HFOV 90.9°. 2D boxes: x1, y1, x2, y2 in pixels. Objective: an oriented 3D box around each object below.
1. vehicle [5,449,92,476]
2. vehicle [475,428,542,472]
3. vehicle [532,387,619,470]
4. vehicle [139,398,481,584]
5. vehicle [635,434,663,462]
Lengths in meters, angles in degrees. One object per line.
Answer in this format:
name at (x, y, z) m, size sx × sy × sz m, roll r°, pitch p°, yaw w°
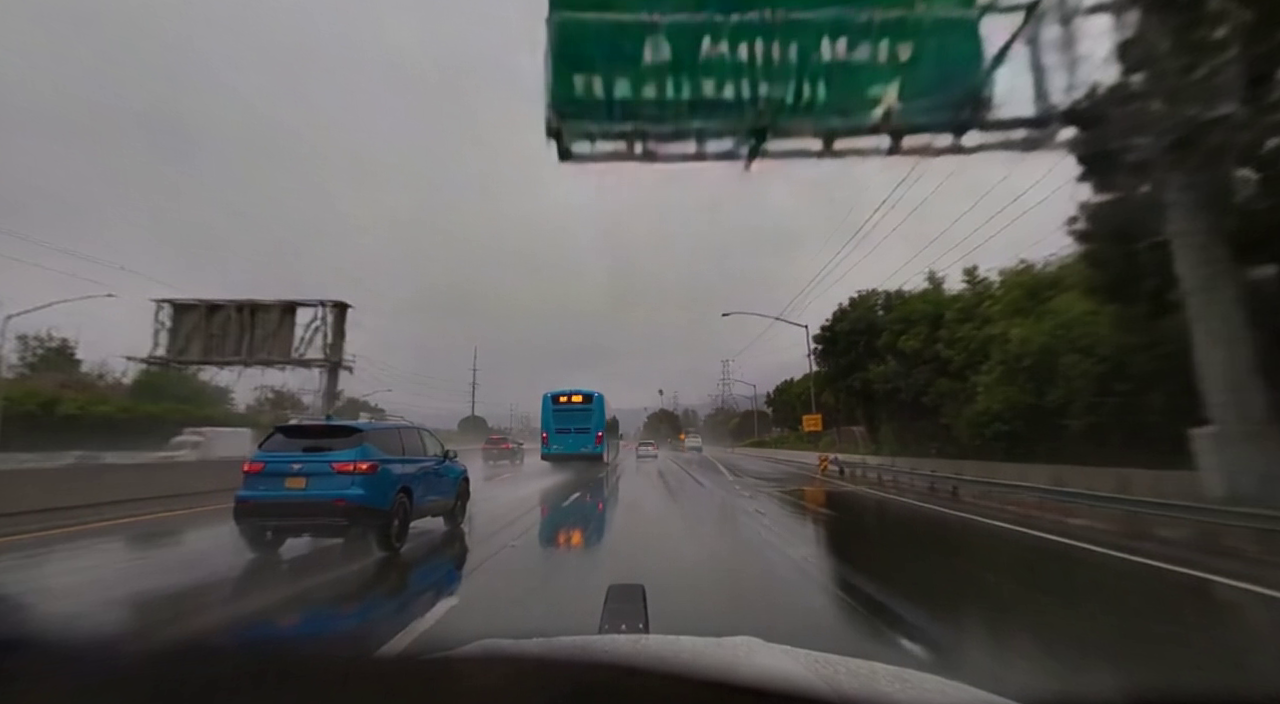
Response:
vehicle at (-32.076, 5.961, 34.306) m, size 1.451 × 1.350 × 3.282 m, roll 0°, pitch -8°, yaw 3°
vehicle at (-6.978, 5.309, 34.336) m, size 2.282 × 2.116 × 6.030 m, roll 0°, pitch -8°, yaw 1°
vehicle at (-3.139, 4.407, 34.700) m, size 3.382 × 3.712 × 11.766 m, roll 1°, pitch -9°, yaw 1°
vehicle at (-3.645, 1.616, 8.093) m, size 2.021 × 1.730 × 4.223 m, roll 0°, pitch -8°, yaw 1°
vehicle at (0.671, 7.375, 48.467) m, size 2.083 × 2.001 × 4.782 m, roll 0°, pitch -8°, yaw 0°
